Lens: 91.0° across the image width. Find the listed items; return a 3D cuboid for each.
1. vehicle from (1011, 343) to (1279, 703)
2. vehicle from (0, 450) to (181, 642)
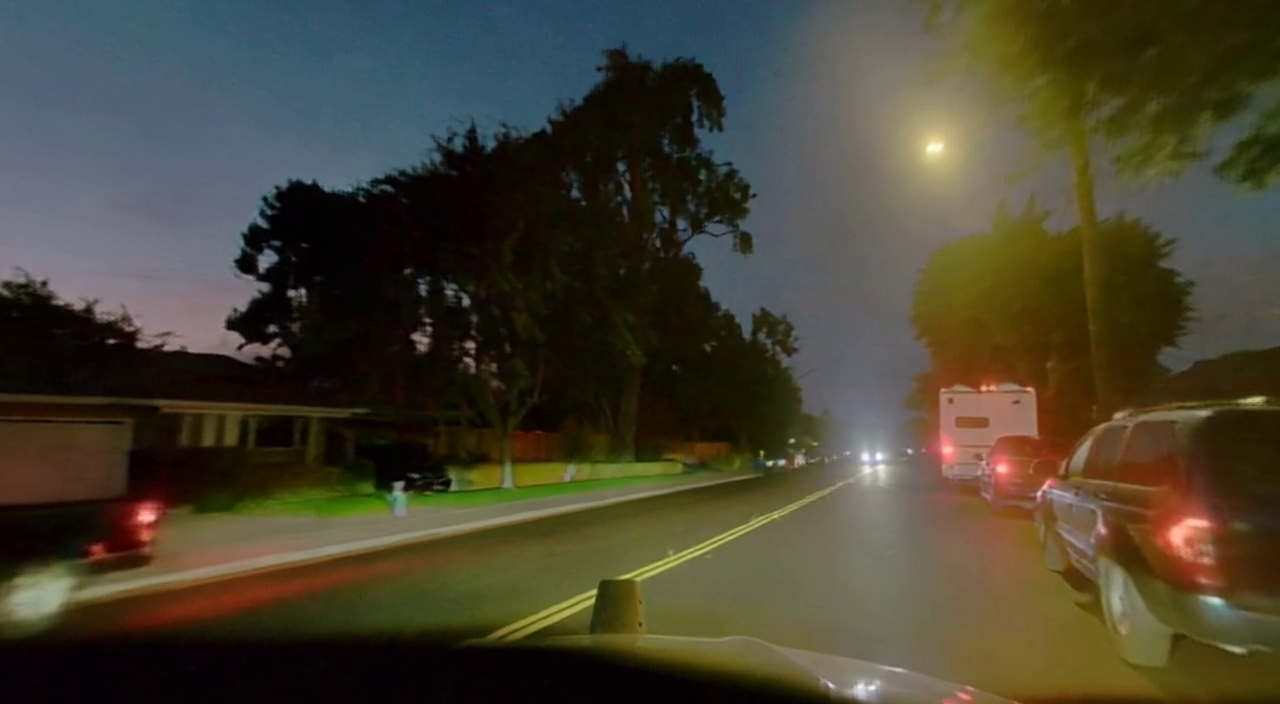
[{"bbox_3d":[4.504,1.140,4.790,2.182,1.785,5.726,-2,-7,24],"label":"vehicle"},{"bbox_3d":[-6.370,1.487,4.467,1.816,1.489,4.653,-3,-9,23],"label":"vehicle"}]
